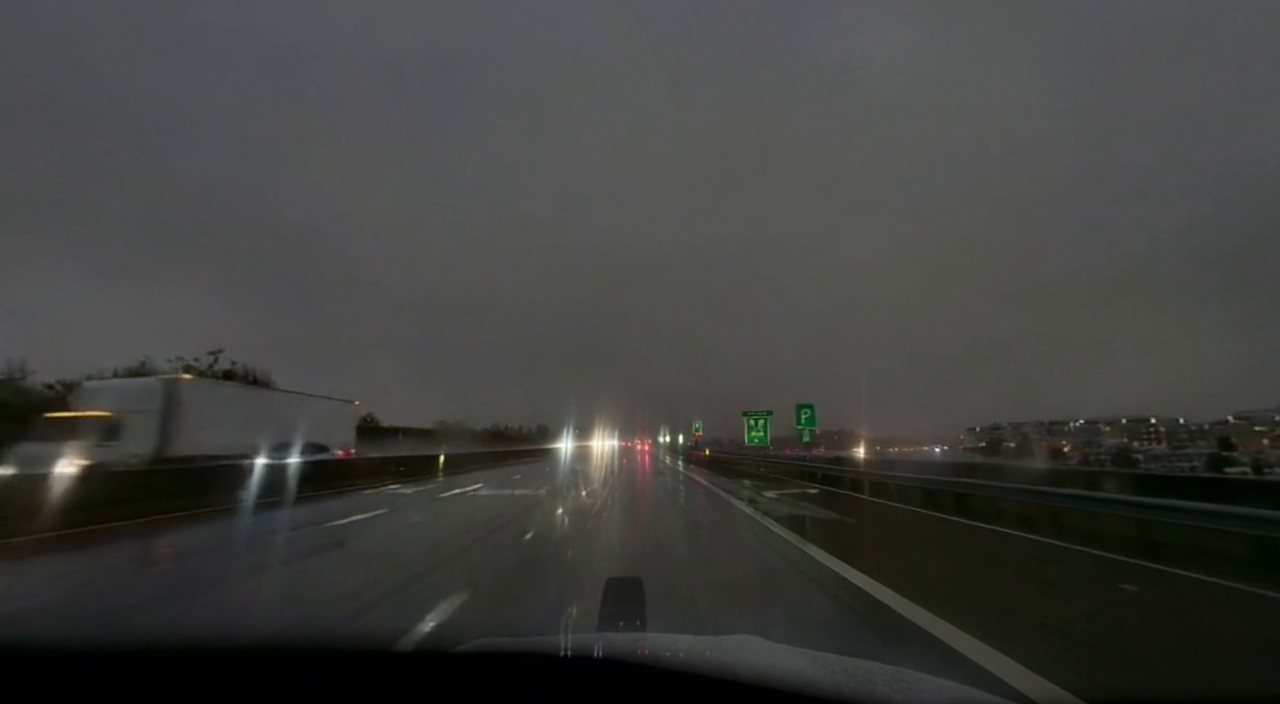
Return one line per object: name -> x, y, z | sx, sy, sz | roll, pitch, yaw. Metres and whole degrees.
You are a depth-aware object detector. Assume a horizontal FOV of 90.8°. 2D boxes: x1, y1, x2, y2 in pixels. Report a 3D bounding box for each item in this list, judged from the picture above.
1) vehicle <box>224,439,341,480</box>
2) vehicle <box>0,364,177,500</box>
vehicle -> -14.594, 4.428, 26.133 | 2.058, 1.513, 4.691 | 0, -9, 1
vehicle -> -18.527, 2.698, 21.185 | 3.251, 4.162, 3.126 | 0, -9, 0
